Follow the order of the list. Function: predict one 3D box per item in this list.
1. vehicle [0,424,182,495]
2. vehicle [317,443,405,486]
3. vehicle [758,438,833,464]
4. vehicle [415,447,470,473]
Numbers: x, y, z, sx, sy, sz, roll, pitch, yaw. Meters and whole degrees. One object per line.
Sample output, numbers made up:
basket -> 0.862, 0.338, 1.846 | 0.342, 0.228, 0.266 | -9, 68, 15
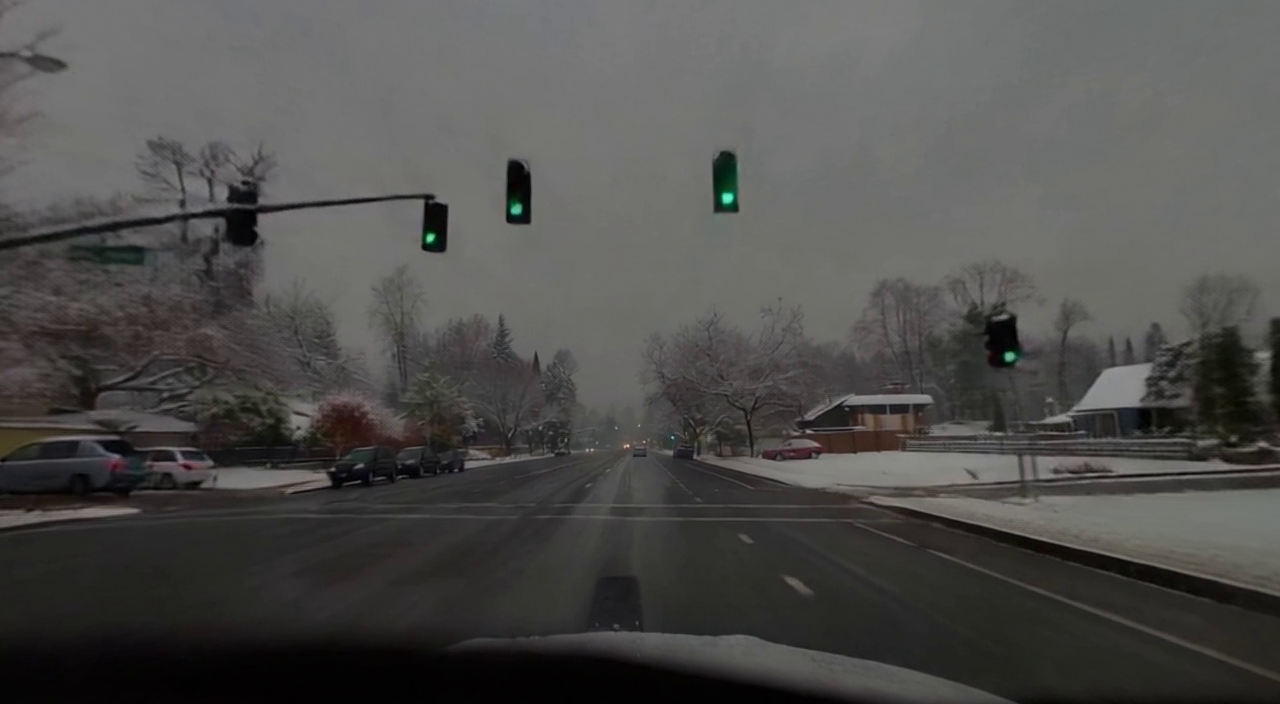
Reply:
vehicle -> -18.019, 3.358, 19.599 | 5.656, 1.999, 2.307 | -1, -10, 2
vehicle -> -12.108, 4.920, 27.640 | 1.932, 1.673, 4.314 | -1, -10, -1
vehicle -> 11.293, 7.215, 45.949 | 4.880, 1.842, 2.069 | 0, -9, -1
vehicle -> -12.123, 6.678, 38.868 | 1.888, 1.477, 4.629 | -1, -10, 0
